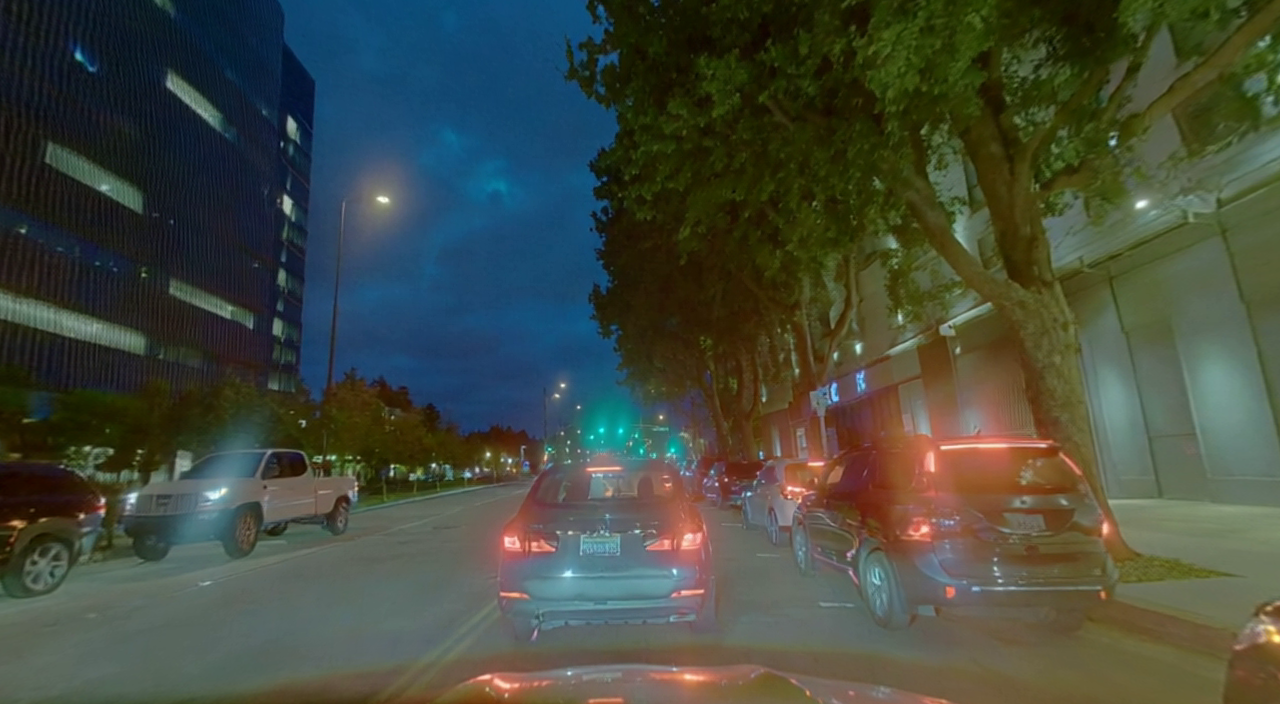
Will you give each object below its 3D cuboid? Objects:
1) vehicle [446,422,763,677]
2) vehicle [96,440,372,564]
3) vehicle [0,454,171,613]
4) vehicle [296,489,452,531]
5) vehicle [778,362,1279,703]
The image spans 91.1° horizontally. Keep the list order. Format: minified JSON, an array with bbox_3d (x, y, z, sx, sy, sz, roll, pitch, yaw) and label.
[{"bbox_3d":[-0.199,1.599,5.927,2.018,1.583,3.646,1,-10,1],"label":"vehicle"},{"bbox_3d":[-6.835,2.593,11.380,1.994,1.701,4.520,-2,-11,-1],"label":"vehicle"},{"bbox_3d":[-6.983,1.693,5.875,1.900,1.471,4.202,1,-10,0],"label":"vehicle"},{"bbox_3d":[-6.969,4.236,17.163,2.223,0.774,4.789,1,-10,0],"label":"vehicle"},{"bbox_3d":[2.710,1.421,5.696,1.868,1.920,4.501,1,-10,0],"label":"vehicle"}]
